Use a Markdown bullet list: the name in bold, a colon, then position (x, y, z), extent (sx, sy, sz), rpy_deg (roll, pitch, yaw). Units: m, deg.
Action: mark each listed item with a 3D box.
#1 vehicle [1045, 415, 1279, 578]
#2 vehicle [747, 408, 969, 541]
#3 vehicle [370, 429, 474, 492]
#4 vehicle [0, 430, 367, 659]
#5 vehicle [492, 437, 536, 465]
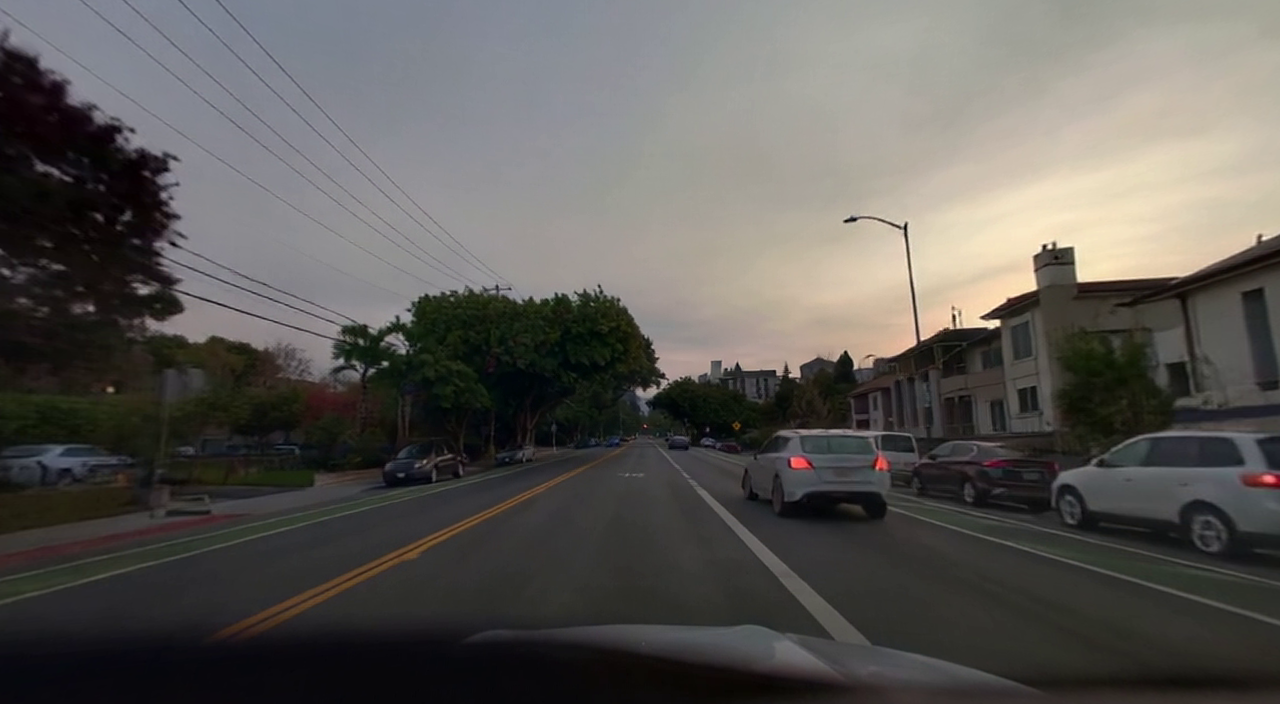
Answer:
- **vehicle**: position (7.947, 1.827, 8.636), extent (1.879, 1.765, 4.339), rpy_deg (0, -8, 0)
- **vehicle**: position (3.242, 1.928, 10.579), extent (2.004, 1.704, 4.573), rpy_deg (0, -8, -1)
- **vehicle**: position (-8.849, 4.377, 26.193), extent (2.419, 2.087, 5.334), rpy_deg (-3, -6, 0)
- **vehicle**: position (-4.666, 1.609, 6.288), extent (2.128, 1.510, 3.898), rpy_deg (-2, -8, 1)
- **vehicle**: position (-8.814, 6.921, 44.449), extent (2.228, 1.825, 4.522), rpy_deg (0, -8, 0)
